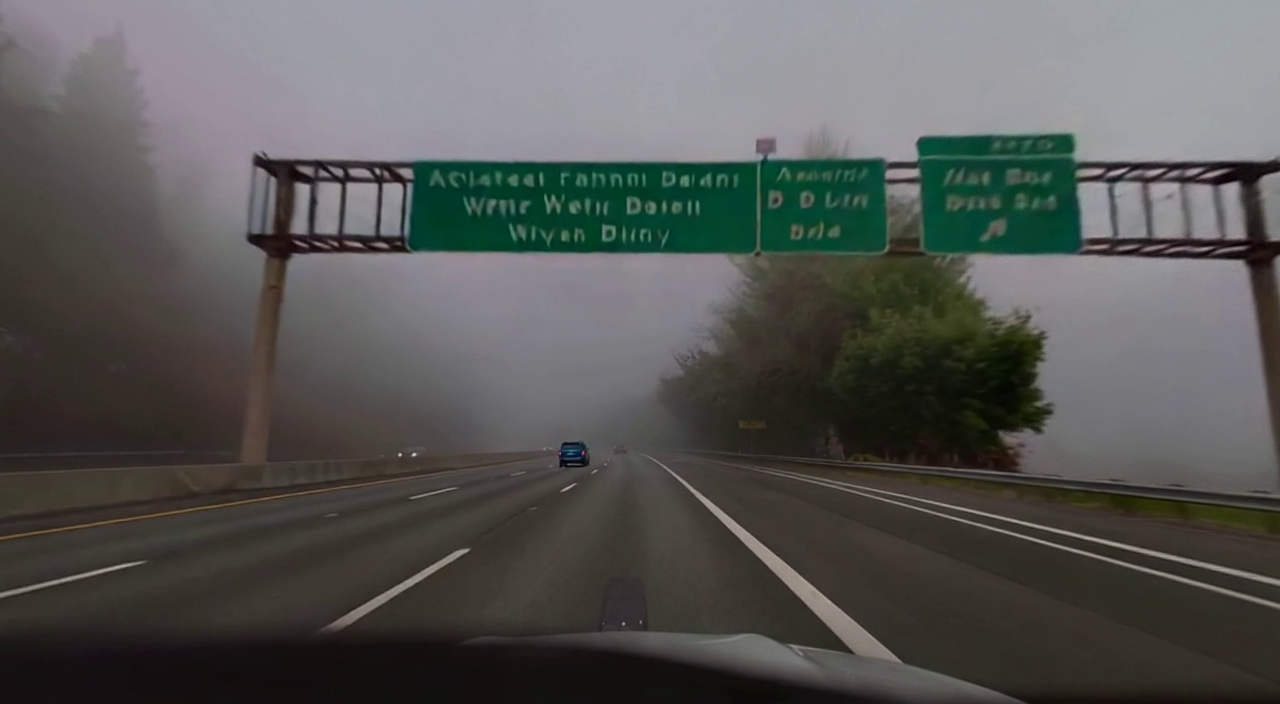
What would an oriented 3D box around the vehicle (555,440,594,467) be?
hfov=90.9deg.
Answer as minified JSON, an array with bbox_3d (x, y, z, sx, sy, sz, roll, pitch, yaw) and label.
[{"bbox_3d":[-4.387,6.887,42.857,2.162,1.724,4.537,0,-8,-1],"label":"vehicle"}]
